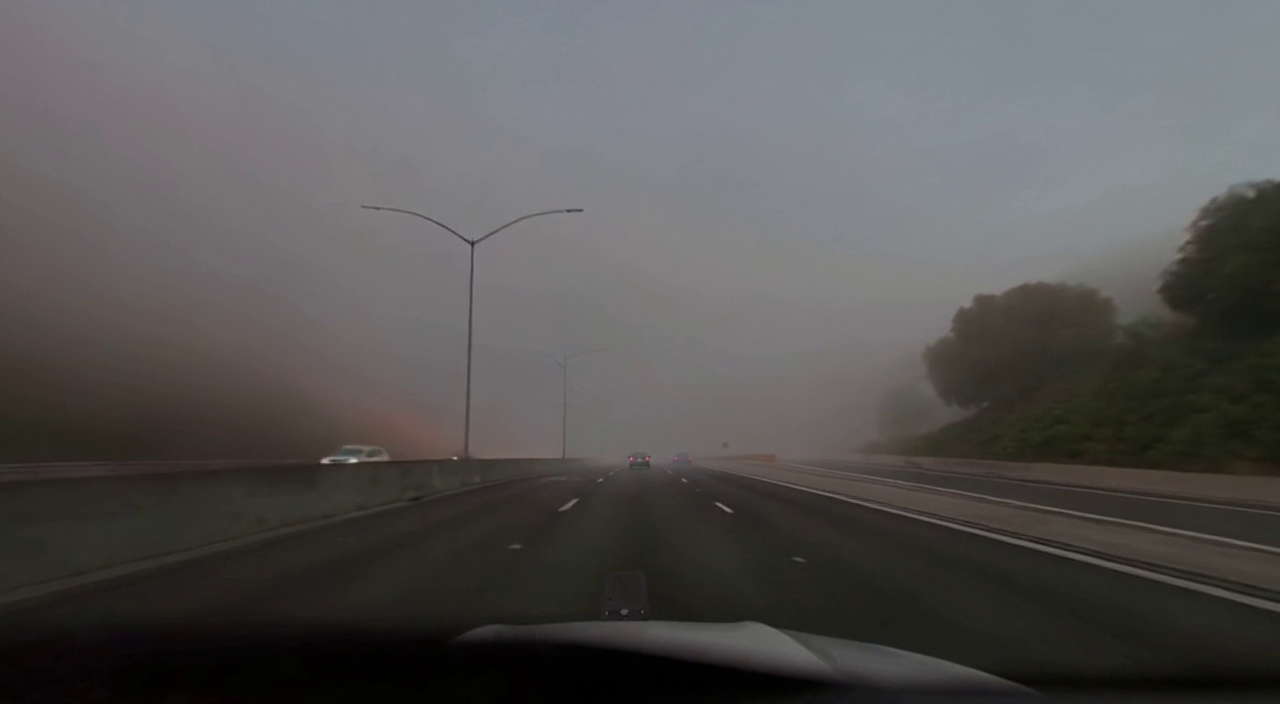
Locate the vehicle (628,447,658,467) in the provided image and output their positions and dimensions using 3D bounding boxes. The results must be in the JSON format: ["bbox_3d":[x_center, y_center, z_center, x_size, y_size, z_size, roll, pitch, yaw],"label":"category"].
[{"bbox_3d":[0.199,8.155,49.115,2.193,1.497,4.337,0,-9,-1],"label":"vehicle"}]

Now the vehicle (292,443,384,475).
[{"bbox_3d":[-17.442,6.184,36.854,2.241,1.653,6.297,0,-9,0],"label":"vehicle"}]
